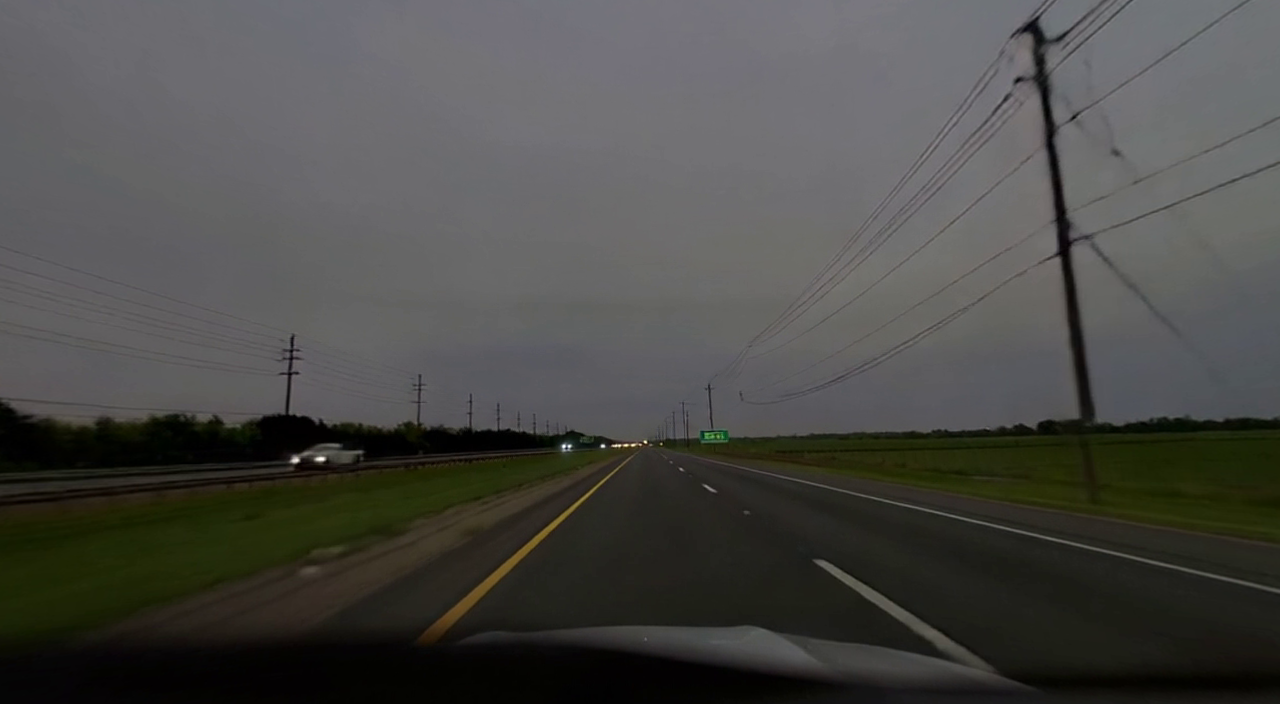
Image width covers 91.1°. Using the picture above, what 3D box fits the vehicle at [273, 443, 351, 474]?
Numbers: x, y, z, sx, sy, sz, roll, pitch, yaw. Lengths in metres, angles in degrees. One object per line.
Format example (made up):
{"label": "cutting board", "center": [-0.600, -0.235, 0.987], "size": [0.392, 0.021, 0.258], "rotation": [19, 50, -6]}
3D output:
{"label": "vehicle", "center": [-20.064, 6.535, 38.680], "size": [2.055, 1.743, 4.959], "rotation": [-1, -9, 1]}
